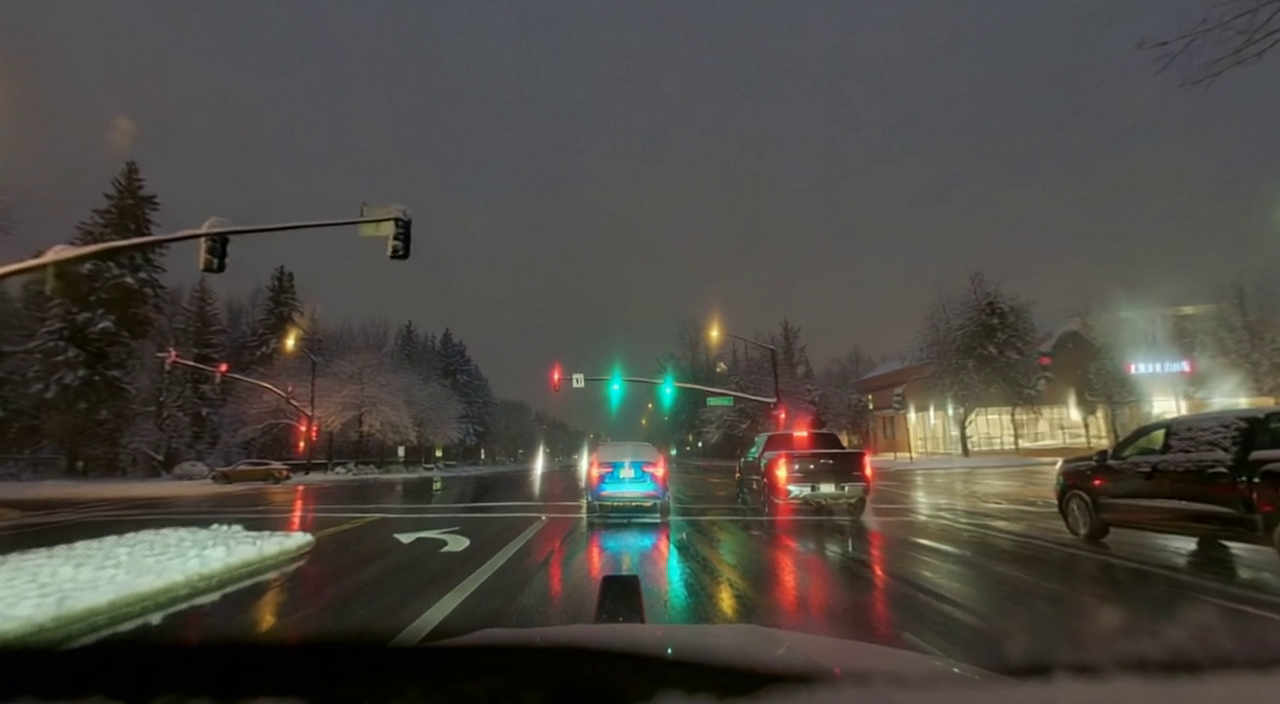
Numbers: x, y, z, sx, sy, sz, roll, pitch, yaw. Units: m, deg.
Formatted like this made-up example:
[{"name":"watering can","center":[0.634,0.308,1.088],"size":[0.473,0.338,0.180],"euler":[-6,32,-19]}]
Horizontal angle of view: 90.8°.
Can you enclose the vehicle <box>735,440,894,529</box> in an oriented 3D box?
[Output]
[{"name":"vehicle","center":[3.454,2.697,13.575],"size":[1.955,1.550,4.587],"euler":[0,-8,-2]}]

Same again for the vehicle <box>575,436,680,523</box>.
[{"name":"vehicle","center":[-0.280,2.749,14.161],"size":[2.037,1.674,3.693],"euler":[0,-8,-1]}]

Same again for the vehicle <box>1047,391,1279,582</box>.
[{"name":"vehicle","center":[7.597,1.456,7.041],"size":[2.240,1.923,5.678],"euler":[0,-8,-1]}]
